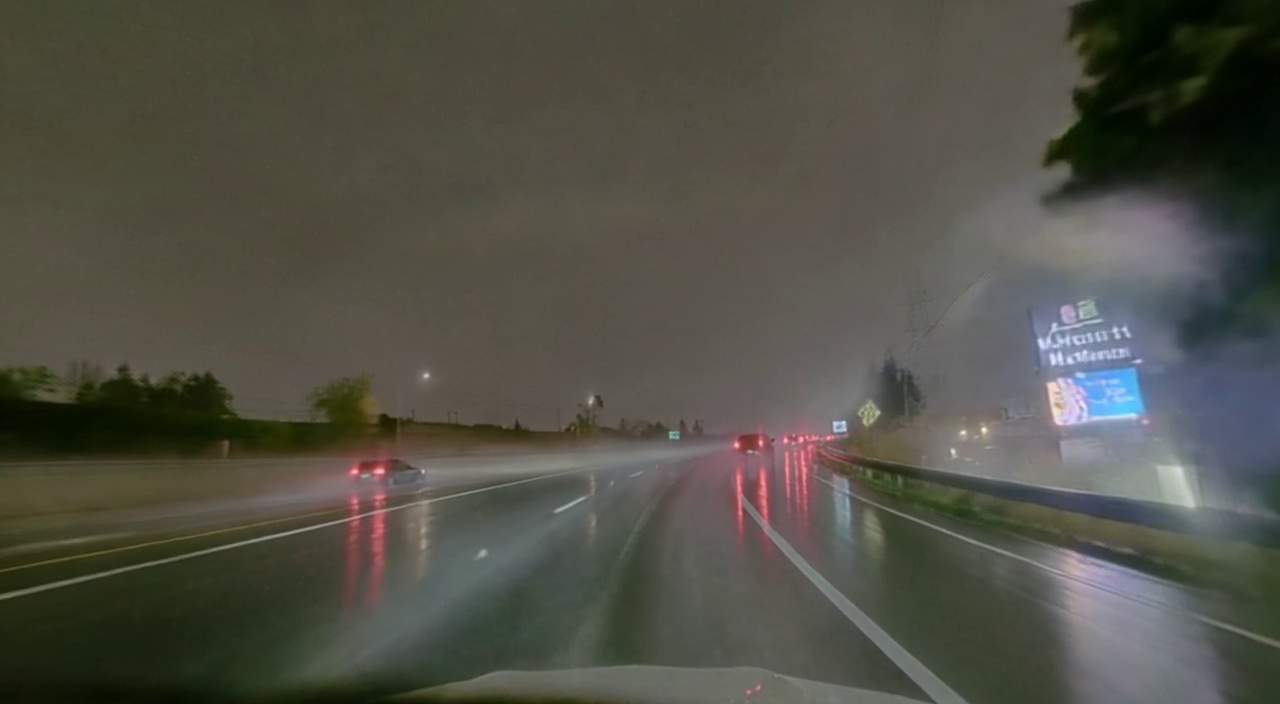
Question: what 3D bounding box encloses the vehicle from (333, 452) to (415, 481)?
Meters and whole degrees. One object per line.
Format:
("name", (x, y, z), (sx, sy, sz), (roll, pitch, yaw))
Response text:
("vehicle", (-17.067, 7.334, 40.495), (2.145, 1.717, 4.448), (-5, -10, 26))
